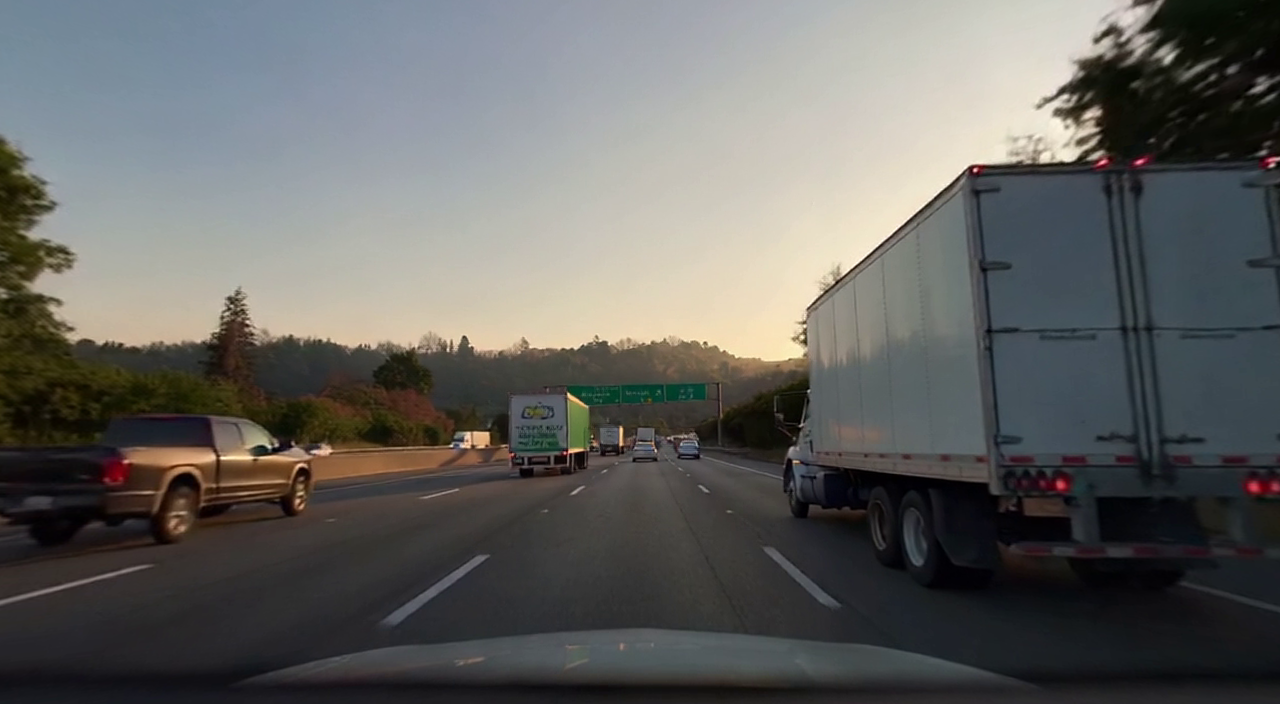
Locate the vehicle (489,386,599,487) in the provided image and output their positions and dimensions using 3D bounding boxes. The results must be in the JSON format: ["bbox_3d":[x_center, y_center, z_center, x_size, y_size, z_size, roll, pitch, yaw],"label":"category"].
[{"bbox_3d":[-3.265,3.218,23.690,2.745,3.156,7.608,0,-8,1],"label":"vehicle"}]

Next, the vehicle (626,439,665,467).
[{"bbox_3d":[0.290,5.793,36.174,2.105,1.502,4.068,0,-8,0],"label":"vehicle"}]

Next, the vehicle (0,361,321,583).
[{"bbox_3d":[-7.256,1.591,9.111,2.322,2.195,5.556,0,-8,0],"label":"vehicle"}]

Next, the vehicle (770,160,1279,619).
[{"bbox_3d":[4.034,0.752,8.552,2.895,3.484,7.631,0,-8,0],"label":"vehicle"}]
